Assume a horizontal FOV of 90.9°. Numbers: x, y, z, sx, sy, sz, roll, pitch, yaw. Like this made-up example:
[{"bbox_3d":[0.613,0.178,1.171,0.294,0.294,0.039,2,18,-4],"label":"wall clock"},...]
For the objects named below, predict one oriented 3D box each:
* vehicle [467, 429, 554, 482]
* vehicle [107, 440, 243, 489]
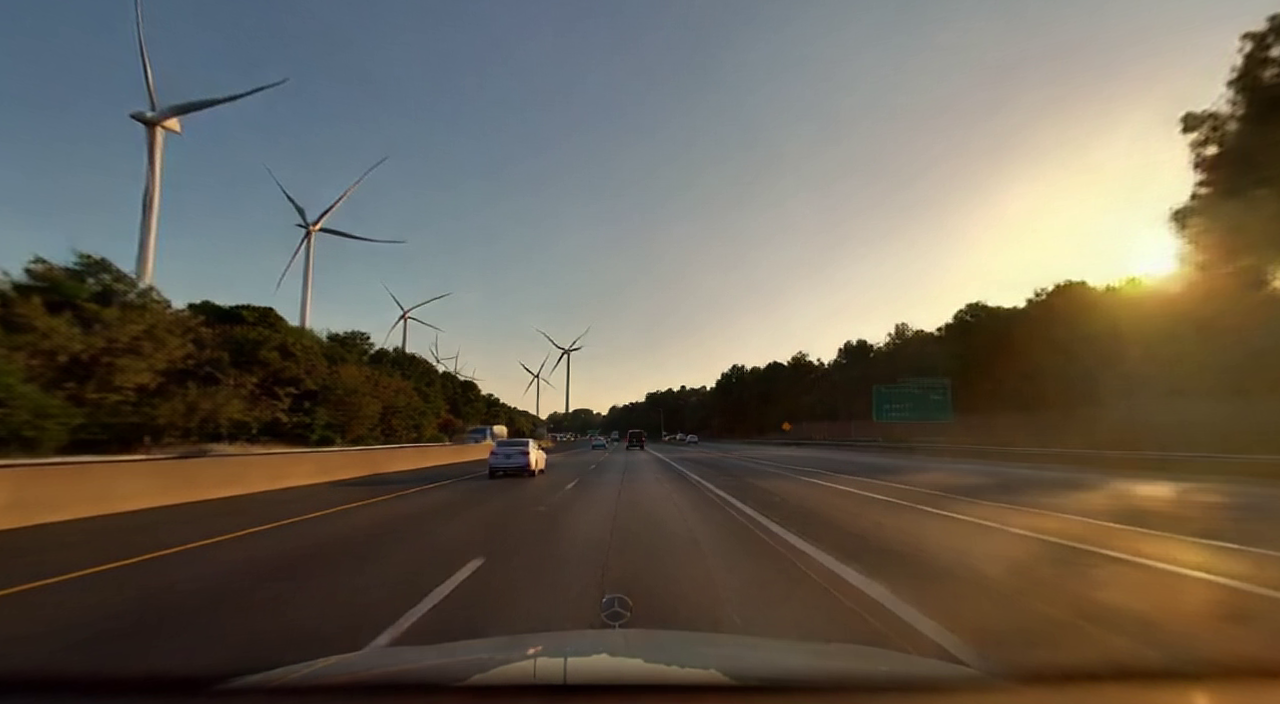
[{"bbox_3d":[-4.066,3.309,20.425,1.950,1.511,3.965,0,-8,0],"label":"vehicle"},{"bbox_3d":[-16.983,4.074,23.302,1.890,1.622,4.117,0,-8,-1],"label":"vehicle"}]
